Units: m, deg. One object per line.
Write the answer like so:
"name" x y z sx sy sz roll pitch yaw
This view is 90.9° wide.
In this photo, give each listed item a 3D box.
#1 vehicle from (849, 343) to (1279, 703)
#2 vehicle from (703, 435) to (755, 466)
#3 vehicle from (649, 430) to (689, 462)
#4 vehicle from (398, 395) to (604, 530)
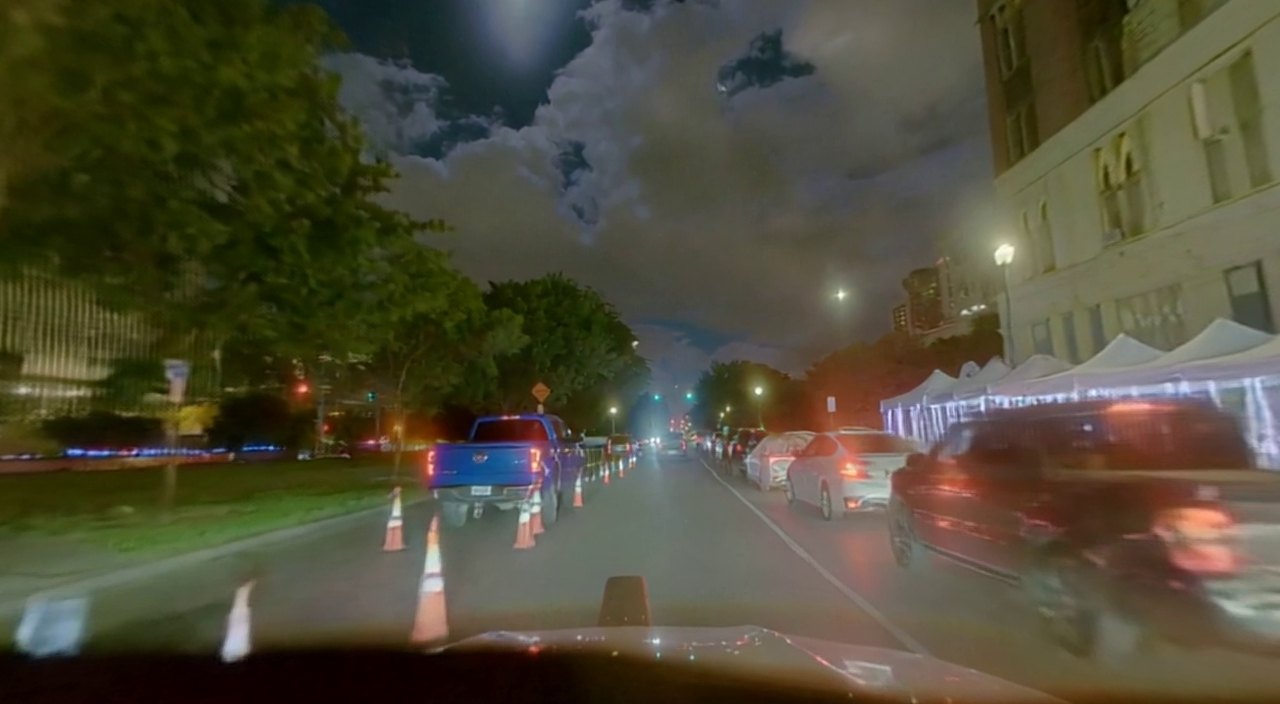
"vehicle" 3.293 1.112 4.869 1.923 1.708 4.239 0 -8 1
"vehicle" 4.545 5.109 33.035 2.021 1.506 4.643 0 -7 0
"vehicle" 1.707 5.615 37.693 2.183 1.784 4.317 -1 -8 2
"vehicle" -2.201 2.041 12.126 2.452 1.954 5.653 -1 -8 2
